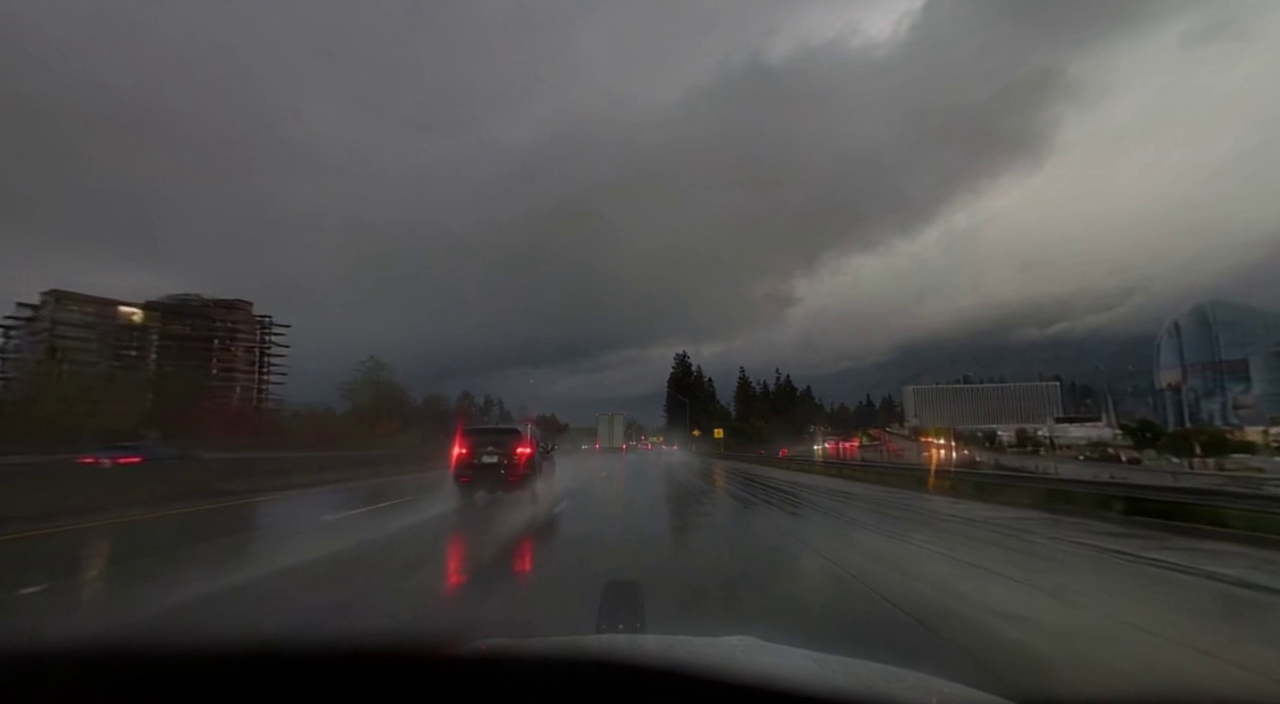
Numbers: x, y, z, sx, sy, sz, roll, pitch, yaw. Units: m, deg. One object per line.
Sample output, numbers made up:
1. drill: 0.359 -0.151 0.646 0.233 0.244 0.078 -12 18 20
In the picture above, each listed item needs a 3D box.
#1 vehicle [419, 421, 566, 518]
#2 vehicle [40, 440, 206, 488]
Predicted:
1. vehicle: -2.978 2.494 13.825 2.111 1.742 4.315 0 -9 1
2. vehicle: -18.002 3.902 22.309 1.965 1.503 4.579 1 -9 0
